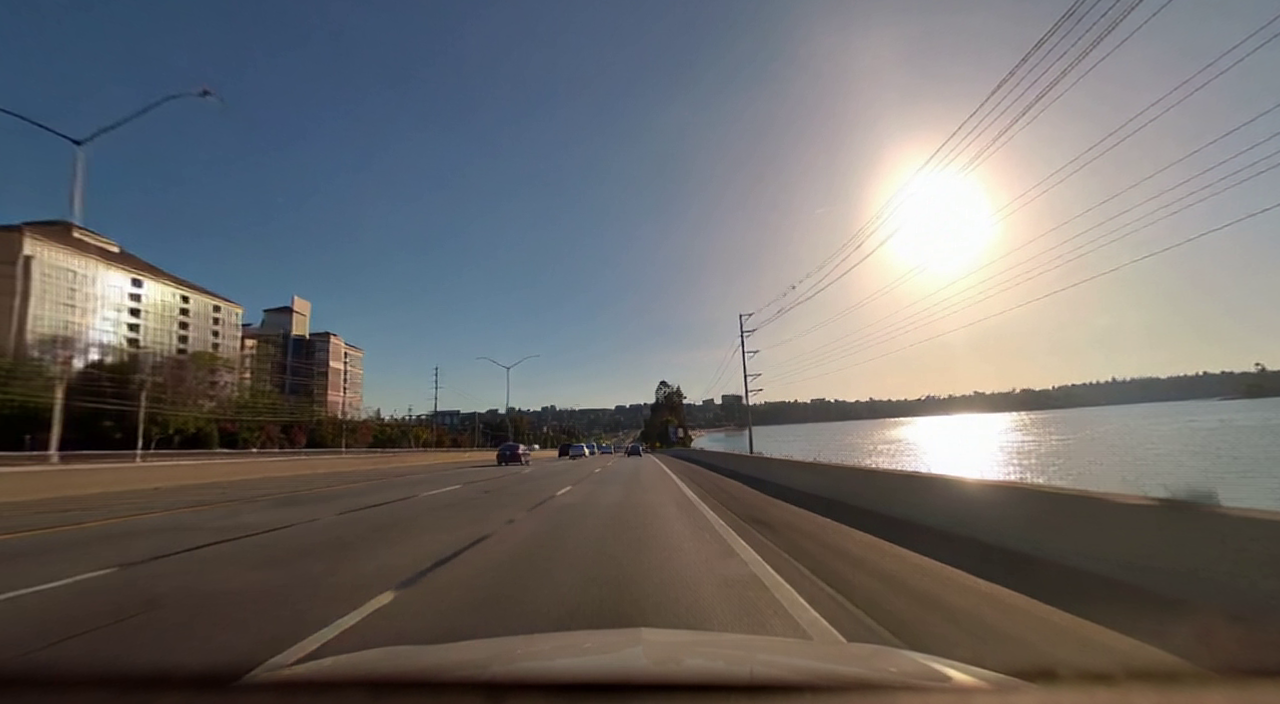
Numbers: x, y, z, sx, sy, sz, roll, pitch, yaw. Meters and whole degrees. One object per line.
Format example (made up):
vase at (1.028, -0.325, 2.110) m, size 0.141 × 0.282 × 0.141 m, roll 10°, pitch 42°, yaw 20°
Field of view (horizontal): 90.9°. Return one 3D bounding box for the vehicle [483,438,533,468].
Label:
vehicle at (-7.367, 5.691, 35.628) m, size 1.946 × 1.590 × 4.042 m, roll 0°, pitch -8°, yaw 0°
